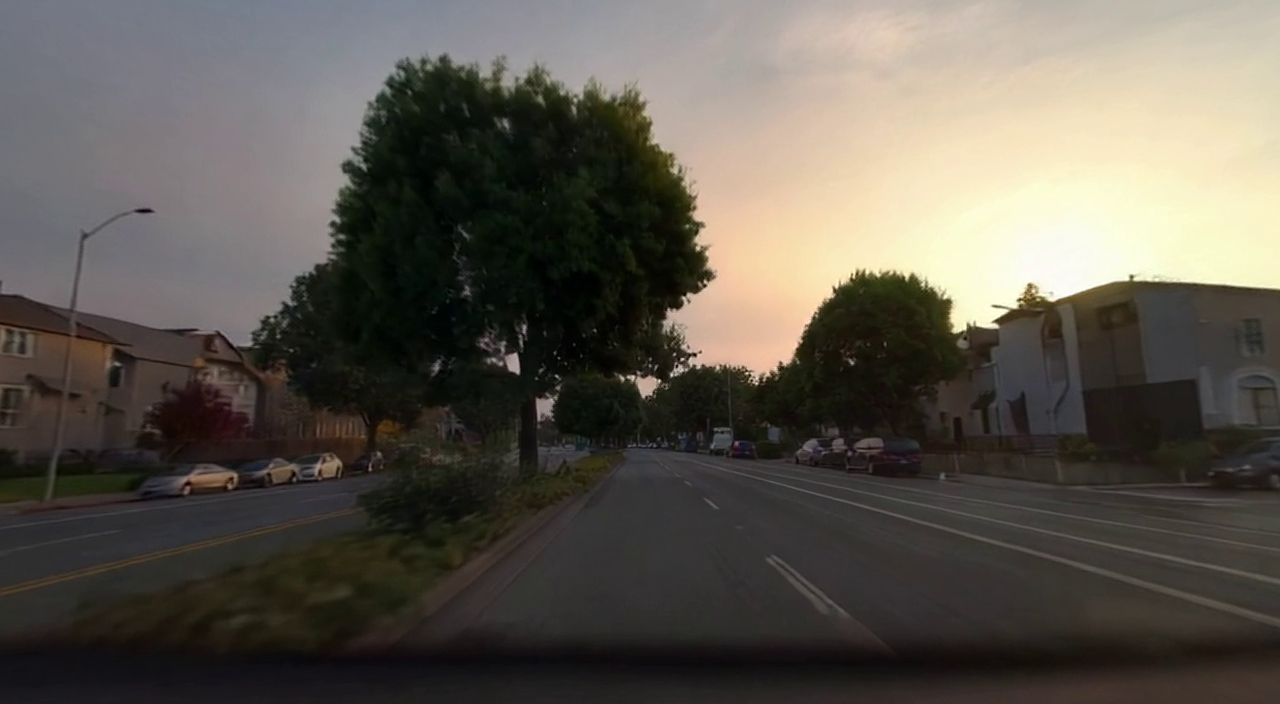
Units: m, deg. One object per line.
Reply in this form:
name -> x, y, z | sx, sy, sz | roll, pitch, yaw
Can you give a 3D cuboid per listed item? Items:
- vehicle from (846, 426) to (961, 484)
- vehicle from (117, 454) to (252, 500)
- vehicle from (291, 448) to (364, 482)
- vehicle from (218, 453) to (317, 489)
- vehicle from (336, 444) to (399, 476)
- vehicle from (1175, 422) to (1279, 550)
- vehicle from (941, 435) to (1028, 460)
vehicle -> 9.955, 3.955, 24.370 | 2.091, 1.962, 5.091 | 1, -9, -2
vehicle -> -17.061, 4.684, 23.950 | 1.891, 1.474, 4.437 | -1, -8, -2
vehicle -> -17.188, 6.174, 34.930 | 1.859, 1.694, 4.638 | -1, -8, -2
vehicle -> -17.029, 5.432, 29.130 | 1.807, 1.466, 4.693 | -1, -8, -2
vehicle -> -17.535, 6.931, 40.818 | 2.099, 1.917, 4.720 | 0, -8, -3
vehicle -> 9.783, 1.664, 7.480 | 2.159, 1.734, 5.384 | 0, -9, 0
vehicle -> 24.838, 6.875, 45.539 | 5.054, 1.694, 1.958 | 0, -8, 0
